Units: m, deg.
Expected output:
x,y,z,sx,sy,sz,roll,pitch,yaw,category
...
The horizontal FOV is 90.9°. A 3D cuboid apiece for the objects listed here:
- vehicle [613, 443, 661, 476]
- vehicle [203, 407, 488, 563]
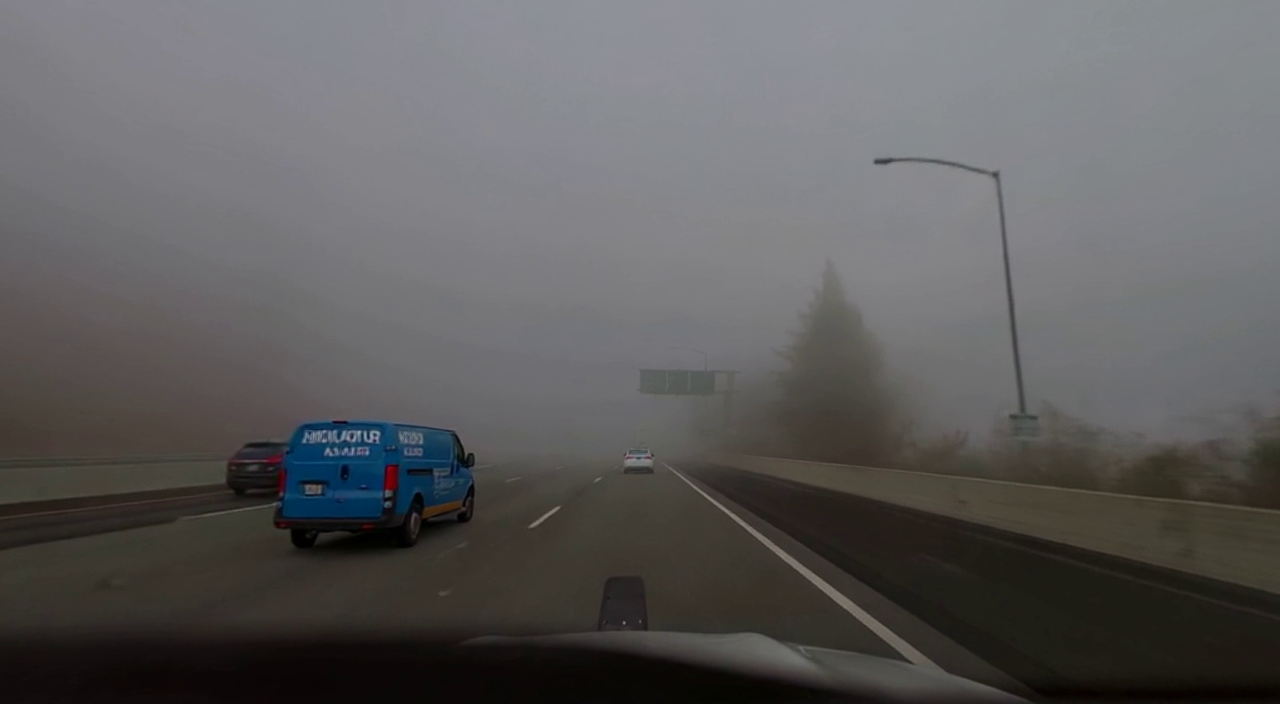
x,y,z,sx,sy,sz,roll,pitch,yaw,category
-0.123,5.288,31.243,2.238,1.479,3.672,0,-9,0,vehicle
-4.178,1.994,10.221,2.174,1.862,5.012,0,-9,0,vehicle
